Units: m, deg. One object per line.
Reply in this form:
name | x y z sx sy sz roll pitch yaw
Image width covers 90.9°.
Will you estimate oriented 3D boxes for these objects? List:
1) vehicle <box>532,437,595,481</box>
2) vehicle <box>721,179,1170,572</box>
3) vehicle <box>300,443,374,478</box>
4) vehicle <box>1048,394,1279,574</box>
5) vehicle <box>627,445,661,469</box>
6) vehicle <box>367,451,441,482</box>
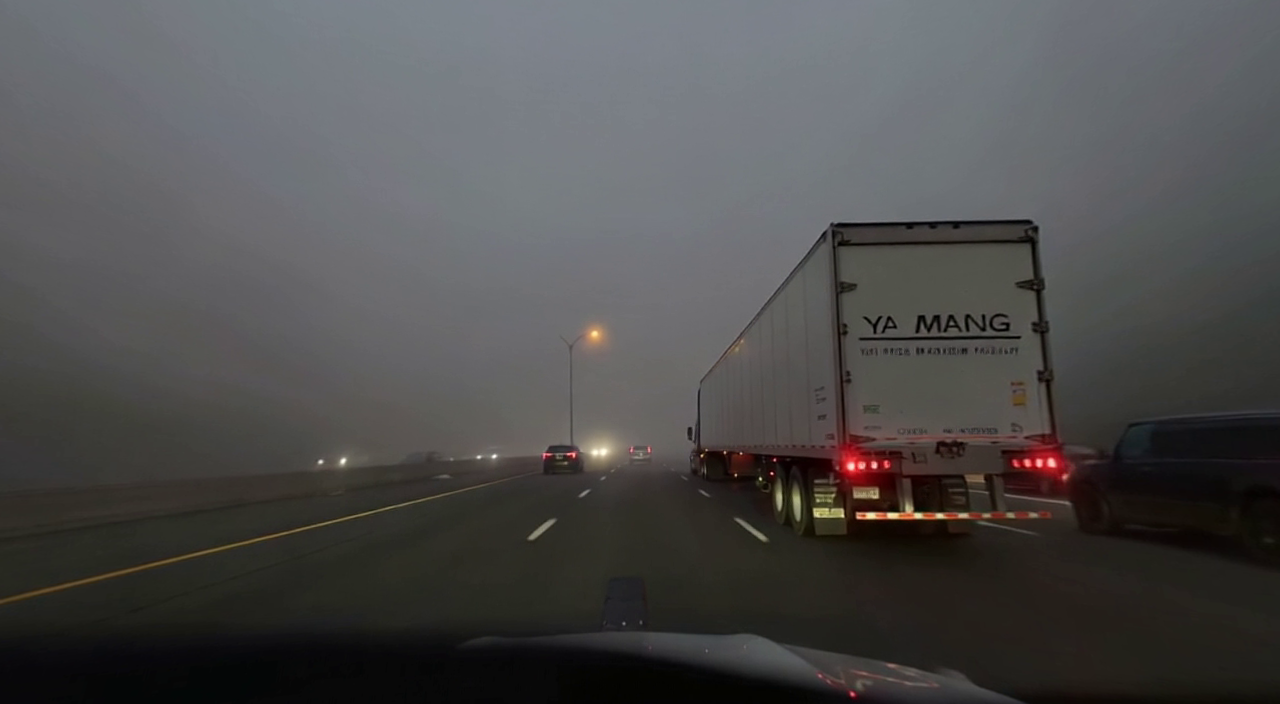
vehicle | -3.193 4.585 27.188 2.058 1.711 4.226 0 -9 1
vehicle | 3.849 1.094 12.741 2.821 4.077 12.562 0 -9 0
vehicle | -23.456 8.411 49.196 2.531 2.538 6.239 0 -9 0
vehicle | 7.252 1.441 7.198 2.060 1.732 4.684 0 -9 0
vehicle | 0.256 6.802 41.058 2.063 1.469 4.208 0 -9 0
vehicle | -12.459 6.060 33.676 2.044 1.481 4.822 0 -9 1
